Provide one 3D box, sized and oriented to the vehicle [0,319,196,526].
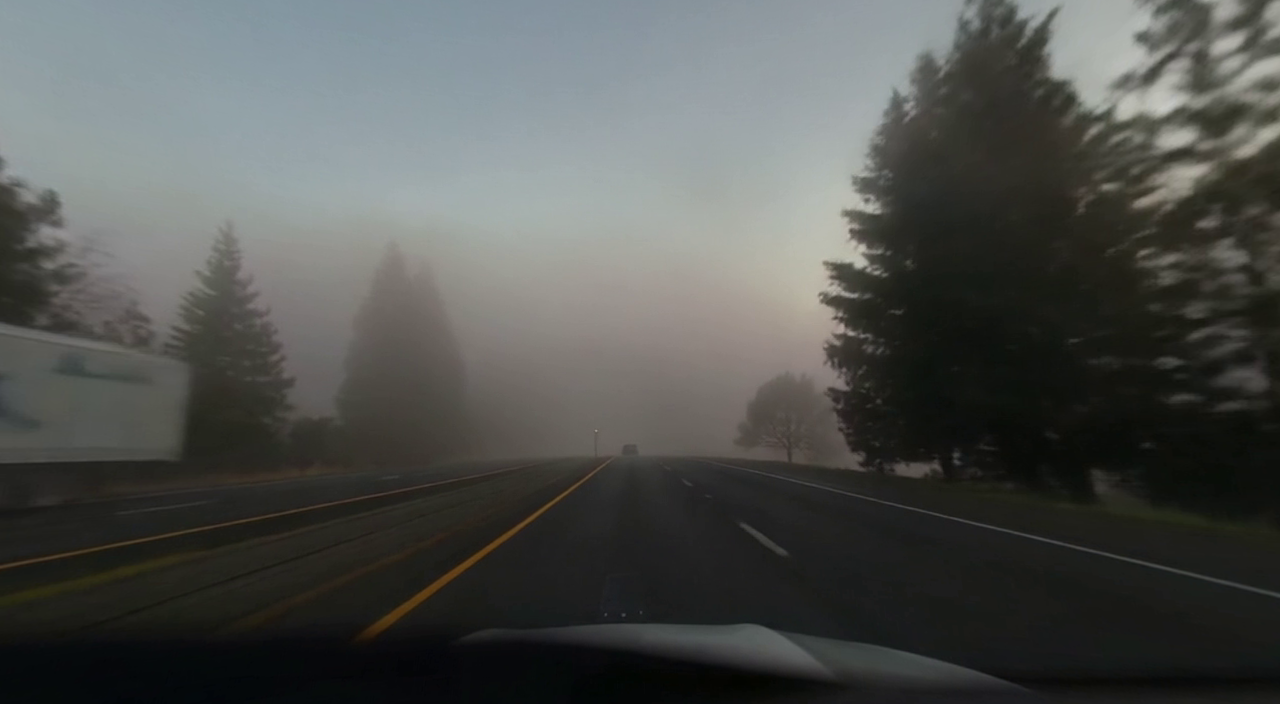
[{"bbox_3d":[-13.506,1.491,12.939,2.809,3.856,7.984,0,-9,0],"label":"vehicle"}]
